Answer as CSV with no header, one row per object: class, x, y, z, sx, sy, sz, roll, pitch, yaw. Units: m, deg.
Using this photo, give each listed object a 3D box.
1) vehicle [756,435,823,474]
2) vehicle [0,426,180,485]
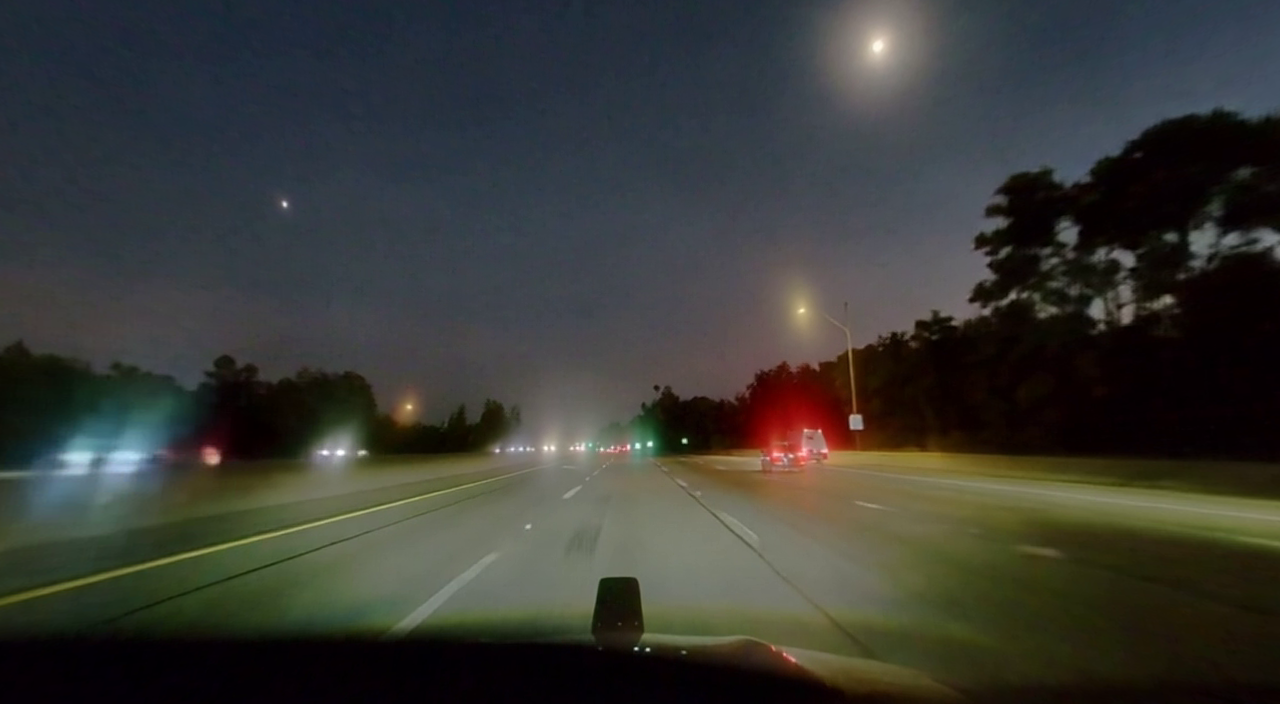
vehicle,6.954,4.825,29.823,2.081,1.705,3.926,0,-9,-1
vehicle,-17.443,3.267,20.141,2.118,1.625,4.530,0,-9,0
